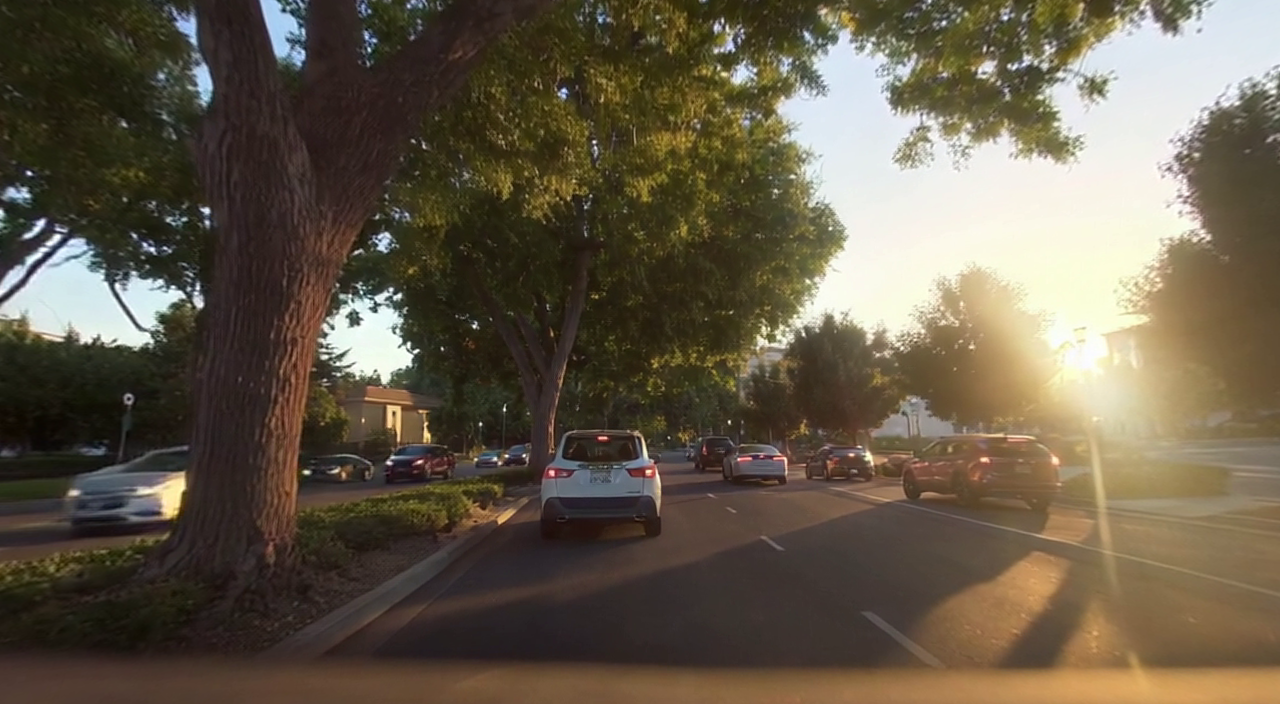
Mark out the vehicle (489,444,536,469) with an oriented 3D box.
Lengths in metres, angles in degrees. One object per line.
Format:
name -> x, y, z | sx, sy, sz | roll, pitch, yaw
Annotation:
vehicle -> -8.205, 6.758, 41.069 | 2.039, 1.466, 4.553 | 0, -8, 1

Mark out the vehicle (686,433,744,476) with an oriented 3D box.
vehicle -> 3.435, 4.786, 29.821 | 2.114, 1.846, 4.659 | 0, -8, -1

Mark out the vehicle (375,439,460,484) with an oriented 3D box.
vehicle -> -8.908, 4.406, 25.684 | 1.920, 1.663, 4.036 | 0, -8, 0

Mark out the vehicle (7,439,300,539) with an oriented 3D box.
vehicle -> -8.764, 2.460, 12.094 | 1.938, 1.513, 4.593 | 0, -8, 0

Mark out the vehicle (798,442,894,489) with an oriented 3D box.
vehicle -> 7.211, 3.994, 22.642 | 1.977, 1.485, 4.308 | 0, -8, 0

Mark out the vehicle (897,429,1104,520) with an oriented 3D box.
vehicle -> 7.786, 2.664, 14.284 | 2.168, 1.709, 4.289 | 0, -8, 1

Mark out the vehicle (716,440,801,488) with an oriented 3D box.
vehicle -> 4.001, 3.869, 22.165 | 2.175, 1.477, 4.520 | 0, -8, 1

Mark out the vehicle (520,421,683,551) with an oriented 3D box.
vehicle -> -0.596, 2.012, 10.119 | 2.106, 1.655, 3.717 | 0, -8, -3
